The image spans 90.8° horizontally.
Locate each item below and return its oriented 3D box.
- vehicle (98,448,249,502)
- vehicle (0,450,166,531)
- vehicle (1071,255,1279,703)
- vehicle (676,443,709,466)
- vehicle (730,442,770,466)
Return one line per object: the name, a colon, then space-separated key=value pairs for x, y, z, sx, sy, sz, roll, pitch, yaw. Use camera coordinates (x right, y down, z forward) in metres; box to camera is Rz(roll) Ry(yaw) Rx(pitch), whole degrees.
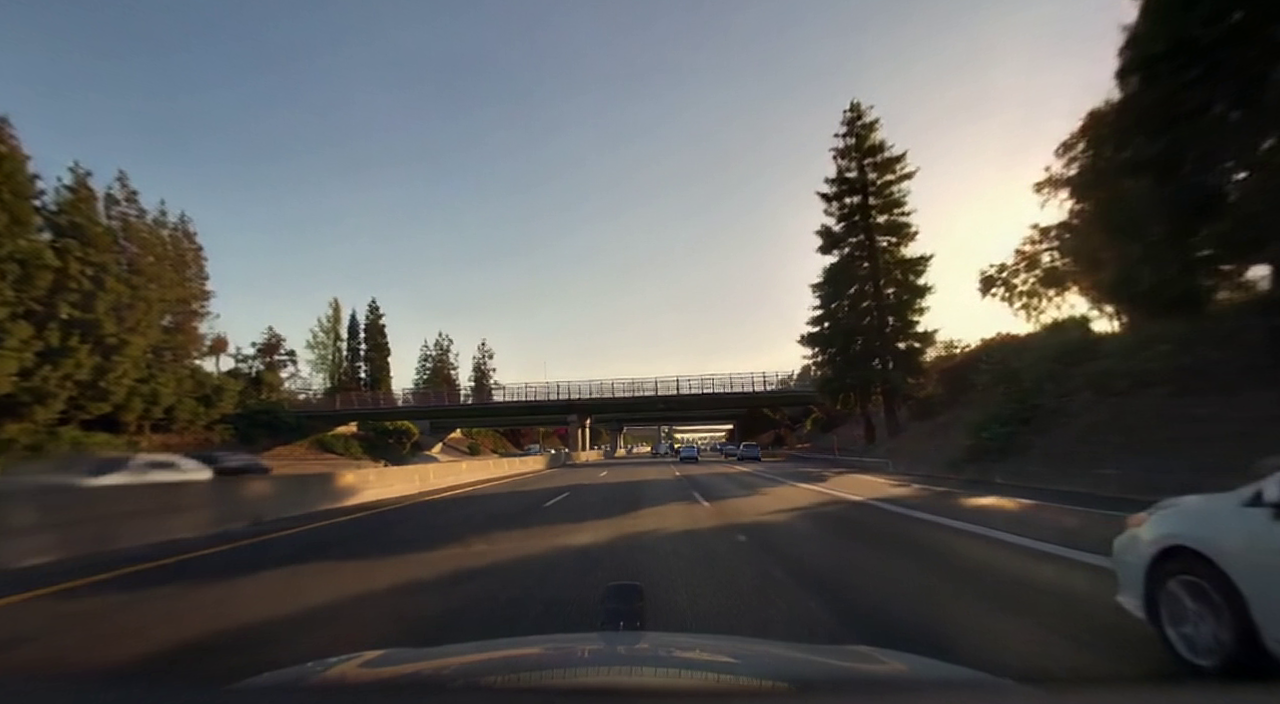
vehicle: x=-17.705 y=4.646 z=24.353 sx=2.065 sy=1.822 sz=4.806 roll=0 pitch=-9 yaw=1
vehicle: x=-14.594 y=3.281 z=15.544 sx=2.106 sy=1.674 sz=4.768 roll=0 pitch=-9 yaw=0
vehicle: x=3.876 y=0.363 z=0.649 sx=2.693 sy=2.044 sz=5.882 roll=0 pitch=-9 yaw=0
vehicle: x=3.557 y=7.042 z=43.570 sx=1.981 sy=1.471 sz=4.342 roll=0 pitch=-9 yaw=1
vehicle: x=7.574 y=7.059 z=43.809 sx=1.989 sy=1.529 sz=4.375 roll=0 pitch=-9 yaw=0
